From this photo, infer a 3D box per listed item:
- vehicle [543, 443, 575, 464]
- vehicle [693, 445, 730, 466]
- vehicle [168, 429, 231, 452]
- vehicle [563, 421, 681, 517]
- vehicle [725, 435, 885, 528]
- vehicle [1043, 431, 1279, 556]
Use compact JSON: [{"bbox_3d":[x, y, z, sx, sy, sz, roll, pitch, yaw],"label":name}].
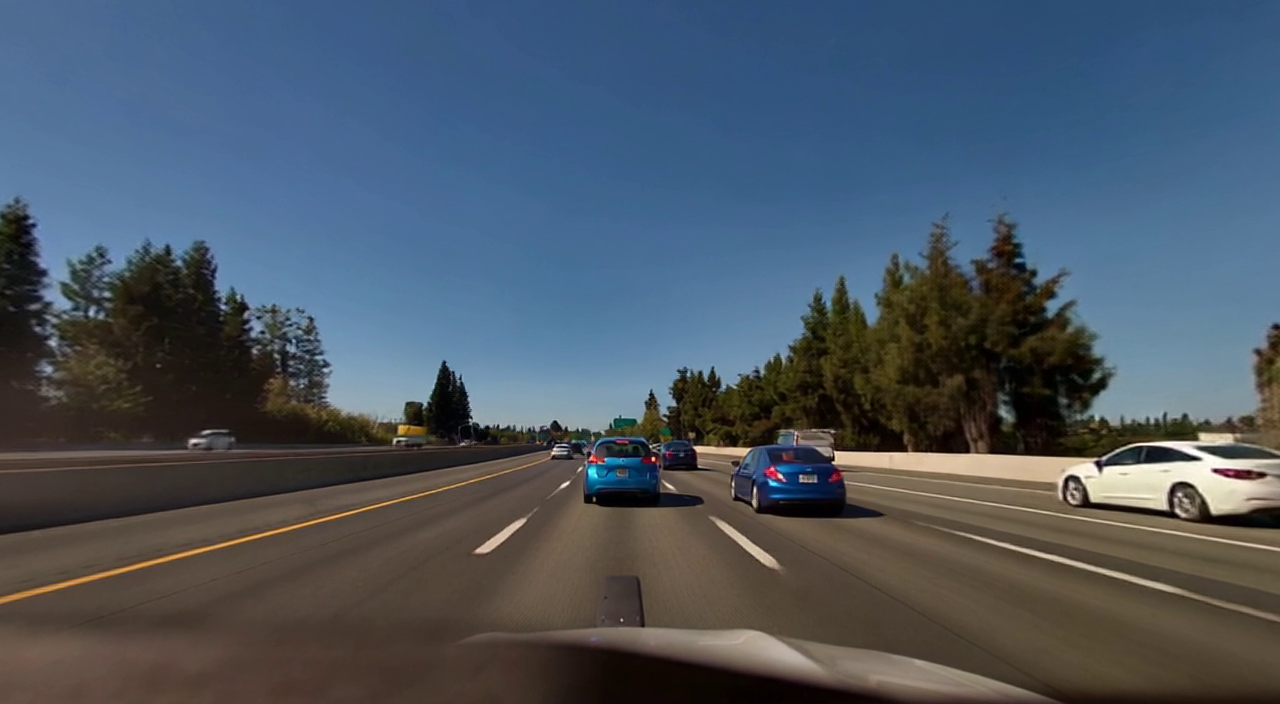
[{"bbox_3d":[-6.111,7.740,48.066,2.023,1.497,4.526,1,-9,-3],"label":"vehicle"},{"bbox_3d":[5.296,7.745,47.276,1.972,1.521,4.498,1,-9,-4],"label":"vehicle"},{"bbox_3d":[-34.862,7.069,49.937,1.909,1.708,4.396,1,-9,-3],"label":"vehicle"},{"bbox_3d":[-0.363,2.462,13.640,2.181,1.728,3.970,1,-9,-1],"label":"vehicle"},{"bbox_3d":[3.043,2.489,12.677,1.975,1.532,4.227,1,-9,-2],"label":"vehicle"},{"bbox_3d":[9.433,2.204,10.453,2.106,1.641,4.671,1,-9,-5],"label":"vehicle"}]
